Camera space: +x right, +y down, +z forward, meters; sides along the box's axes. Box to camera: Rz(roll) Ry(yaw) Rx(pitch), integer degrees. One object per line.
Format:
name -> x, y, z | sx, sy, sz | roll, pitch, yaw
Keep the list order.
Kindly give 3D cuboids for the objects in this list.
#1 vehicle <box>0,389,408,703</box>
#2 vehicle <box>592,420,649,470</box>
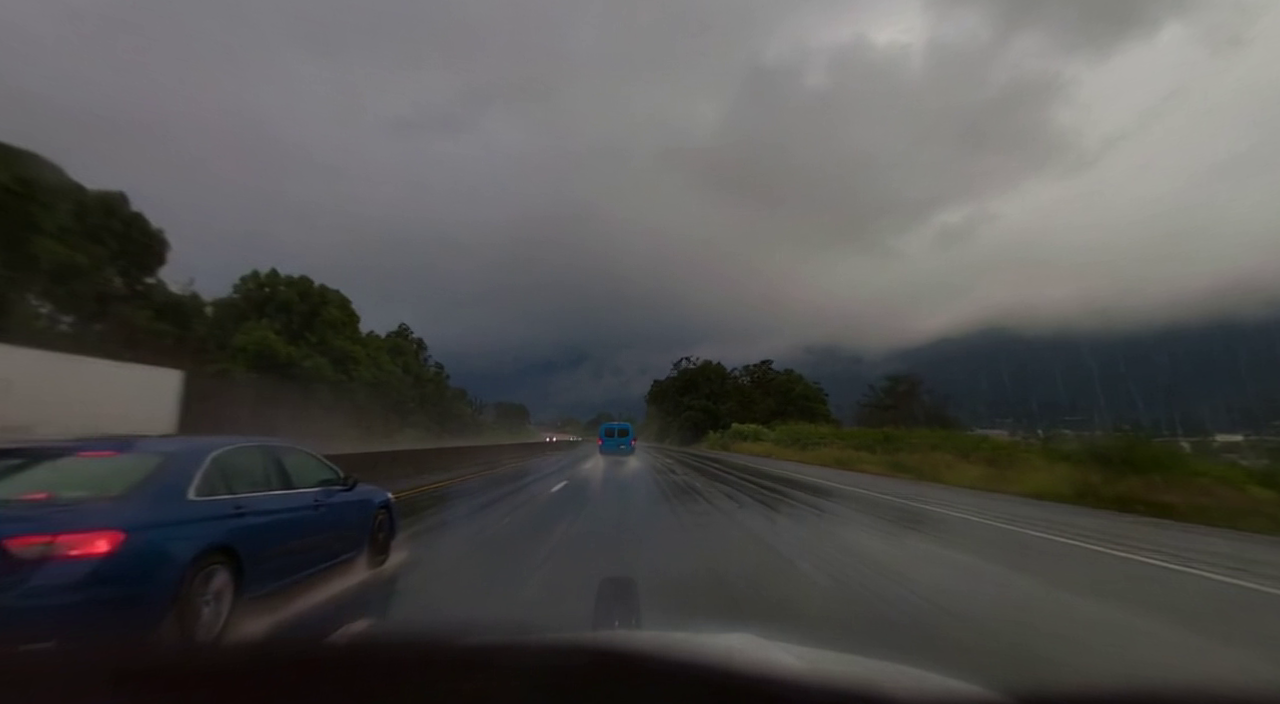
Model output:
vehicle -> -3.743, 1.168, 4.748 | 2.096, 1.537, 4.700 | 0, -7, 1
vehicle -> -0.816, 4.090, 27.867 | 2.297, 2.011, 4.736 | 0, -8, 0
